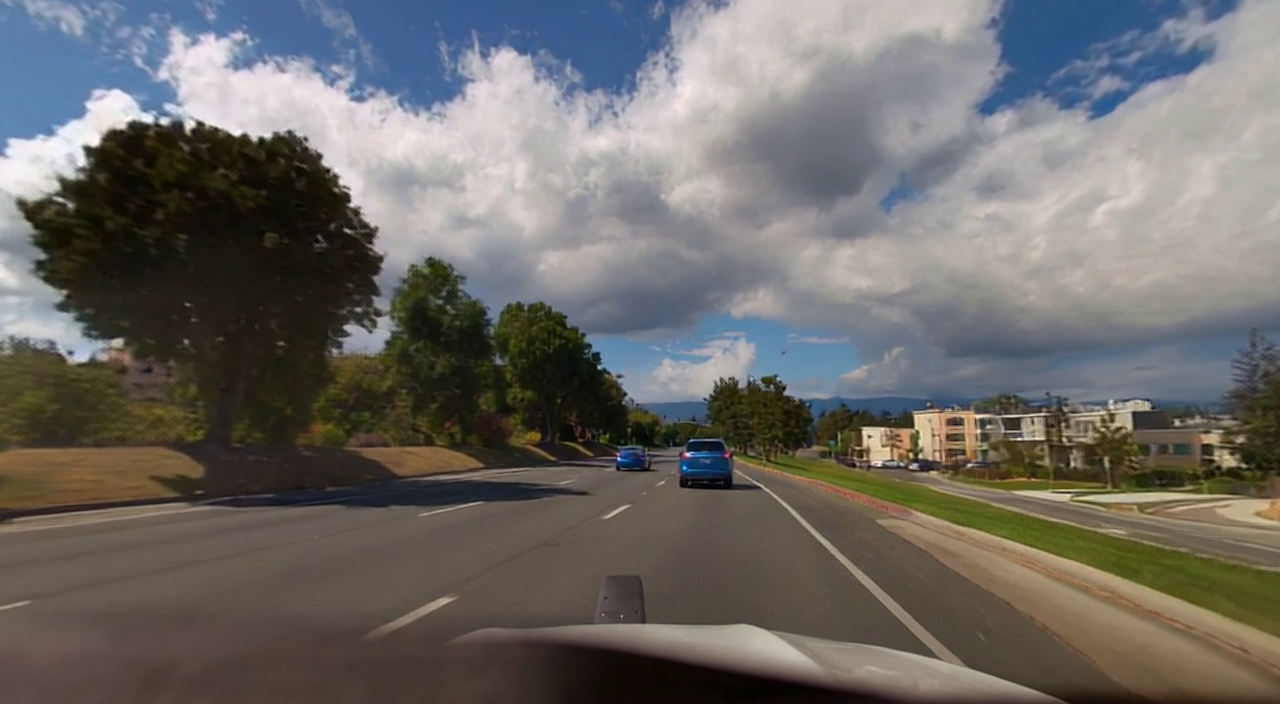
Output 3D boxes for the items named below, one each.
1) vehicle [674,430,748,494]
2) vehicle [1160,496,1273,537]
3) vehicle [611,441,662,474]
[{"bbox_3d":[2.373,3.517,20.626,2.125,1.830,4.370,-1,-8,8],"label":"vehicle"},{"bbox_3d":[34.561,9.843,38.127,2.067,1.926,5.010,0,-9,0],"label":"vehicle"},{"bbox_3d":[-0.109,5.588,33.733,2.123,1.592,4.505,-1,-8,7],"label":"vehicle"}]
